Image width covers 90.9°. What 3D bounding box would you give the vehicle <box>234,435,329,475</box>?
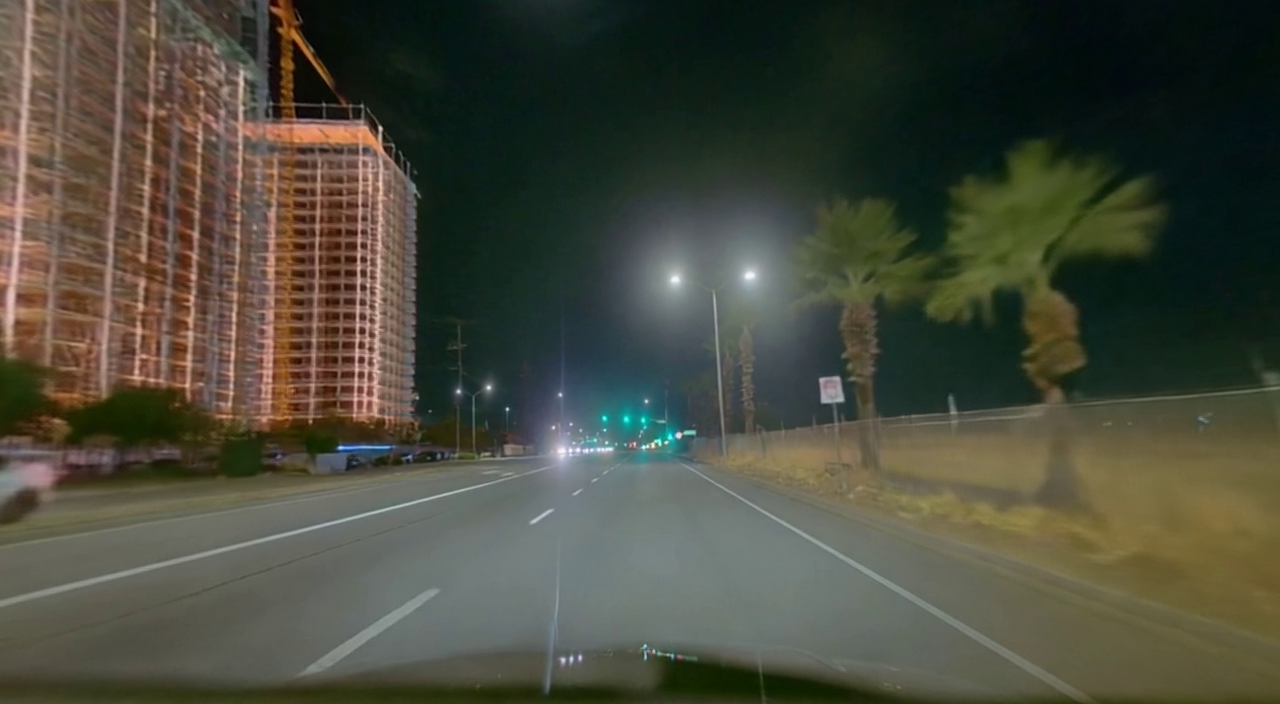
[{"bbox_3d":[-26.512,7.571,46.576,6.454,2.718,3.175,-5,-10,31],"label":"vehicle"}]
